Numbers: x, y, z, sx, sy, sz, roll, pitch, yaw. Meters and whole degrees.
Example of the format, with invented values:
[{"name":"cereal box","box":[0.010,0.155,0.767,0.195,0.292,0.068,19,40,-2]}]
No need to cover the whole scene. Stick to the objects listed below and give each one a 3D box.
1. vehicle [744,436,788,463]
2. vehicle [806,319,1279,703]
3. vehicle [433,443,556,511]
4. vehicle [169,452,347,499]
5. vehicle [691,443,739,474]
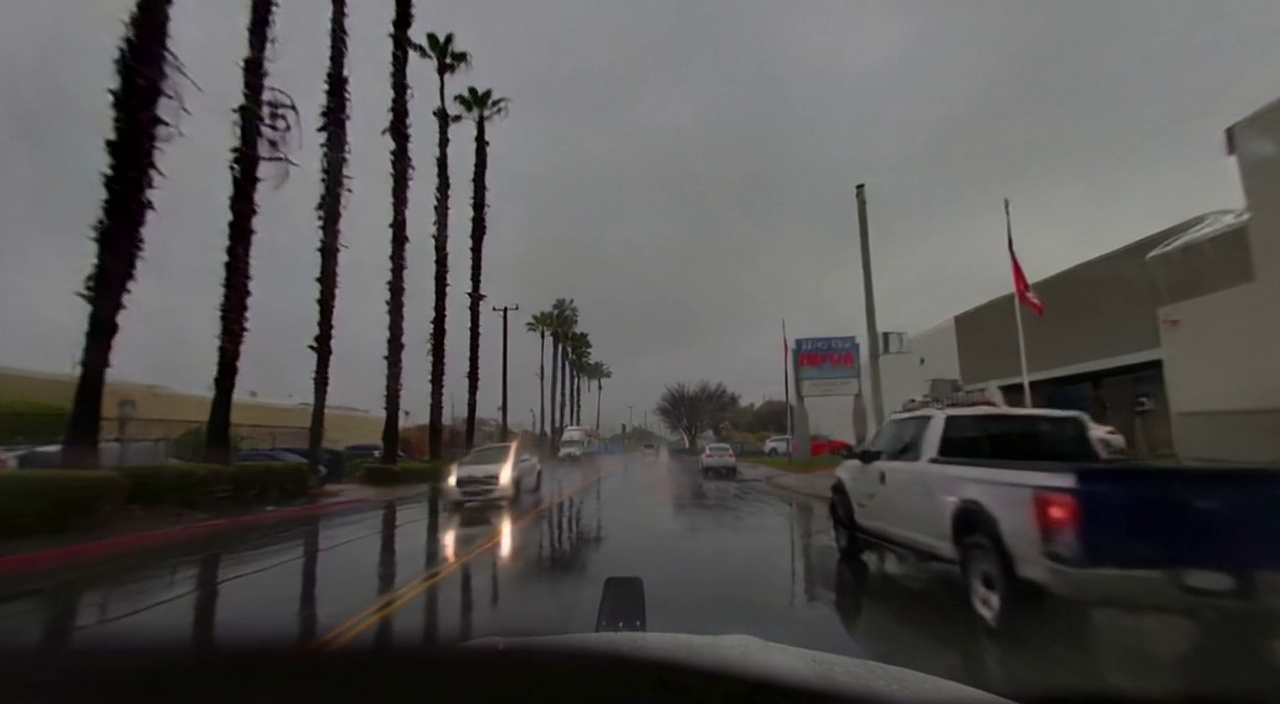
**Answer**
[{"name":"vehicle","box":[10.058,7.664,49.888,2.325,1.877,5.987,-6,-10,20]},{"name":"vehicle","box":[3.624,1.265,5.970,2.345,1.969,6.070,0,-9,-1]},{"name":"vehicle","box":[-3.553,3.143,16.400,2.033,1.492,4.477,0,-9,1]},{"name":"vehicle","box":[-13.894,4.504,23.242,5.187,1.563,2.095,0,-9,0]},{"name":"vehicle","box":[4.131,5.951,35.438,2.111,1.611,4.576,0,-9,-1]}]
